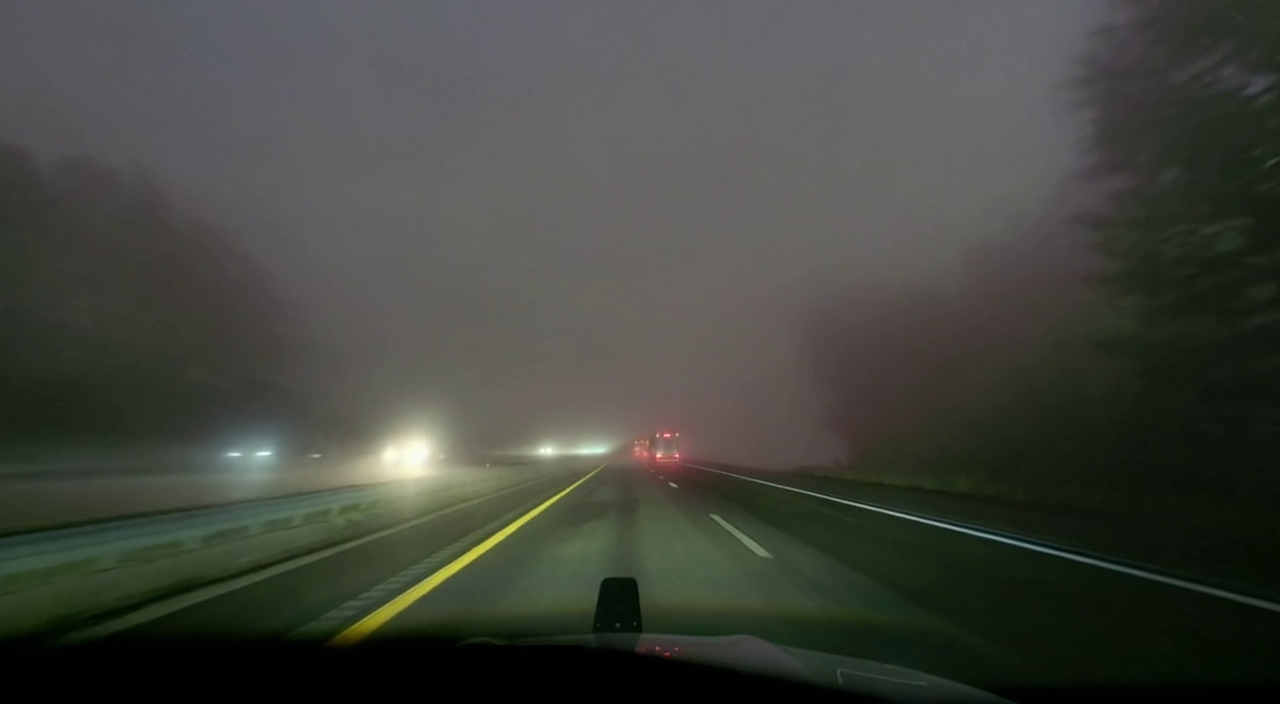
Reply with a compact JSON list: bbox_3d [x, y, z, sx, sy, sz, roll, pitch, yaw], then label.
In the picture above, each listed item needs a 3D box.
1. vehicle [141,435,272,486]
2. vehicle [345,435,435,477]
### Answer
[{"bbox_3d":[-13.843,3.484,20.352,1.752,1.472,3.546,0,-9,-2],"label":"vehicle"},{"bbox_3d":[-10.162,4.256,25.963,1.985,1.548,4.327,0,-9,-1],"label":"vehicle"}]
